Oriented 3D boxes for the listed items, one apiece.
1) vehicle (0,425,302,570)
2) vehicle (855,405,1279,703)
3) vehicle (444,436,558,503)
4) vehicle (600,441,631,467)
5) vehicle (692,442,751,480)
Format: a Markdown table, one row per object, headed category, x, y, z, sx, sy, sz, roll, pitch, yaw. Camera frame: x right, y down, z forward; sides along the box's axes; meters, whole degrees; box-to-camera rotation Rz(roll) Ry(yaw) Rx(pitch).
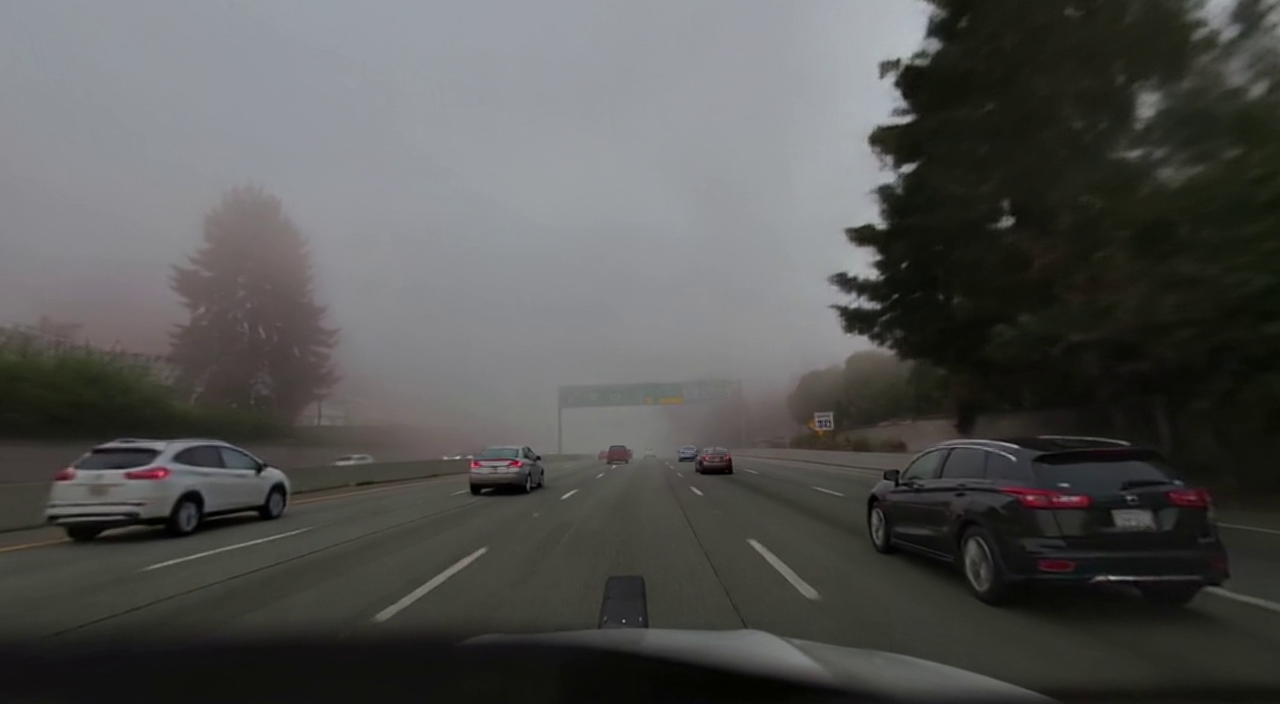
| category | x | y | z | sx | sy | sz | roll | pitch | yaw |
| --- | --- | --- | --- | --- | --- | --- | --- | --- | --- |
| vehicle | -7.394 | 2.020 | 9.595 | 2.057 | 1.681 | 4.277 | 0 | -8 | 1 |
| vehicle | 3.560 | 1.344 | 5.415 | 1.912 | 1.509 | 4.291 | 0 | -8 | 0 |
| vehicle | -3.622 | 3.150 | 17.378 | 2.136 | 1.571 | 4.285 | 0 | -8 | 0 |
| vehicle | -1.745 | 7.365 | 45.869 | 2.183 | 1.764 | 4.134 | 0 | -8 | -1 |
| vehicle | 3.265 | 4.417 | 25.901 | 1.854 | 1.438 | 3.954 | 0 | -8 | 0 |
